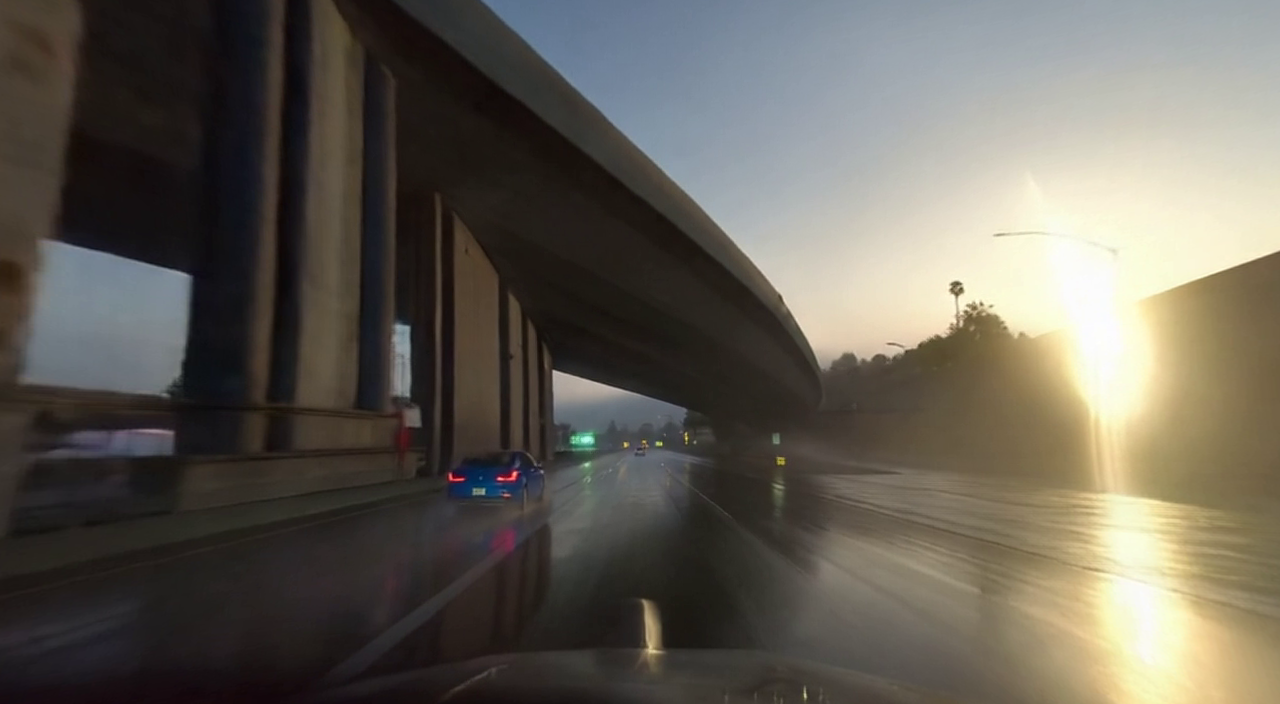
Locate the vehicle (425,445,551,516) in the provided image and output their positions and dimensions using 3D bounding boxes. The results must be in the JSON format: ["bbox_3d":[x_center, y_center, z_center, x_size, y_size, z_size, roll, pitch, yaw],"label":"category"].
[{"bbox_3d":[-3.521,3.056,15.502,2.044,1.478,4.114,0,-9,0],"label":"vehicle"}]

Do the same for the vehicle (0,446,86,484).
[{"bbox_3d":[-26.197,4.721,26.532,1.819,1.471,4.226,0,-9,0],"label":"vehicle"}]
